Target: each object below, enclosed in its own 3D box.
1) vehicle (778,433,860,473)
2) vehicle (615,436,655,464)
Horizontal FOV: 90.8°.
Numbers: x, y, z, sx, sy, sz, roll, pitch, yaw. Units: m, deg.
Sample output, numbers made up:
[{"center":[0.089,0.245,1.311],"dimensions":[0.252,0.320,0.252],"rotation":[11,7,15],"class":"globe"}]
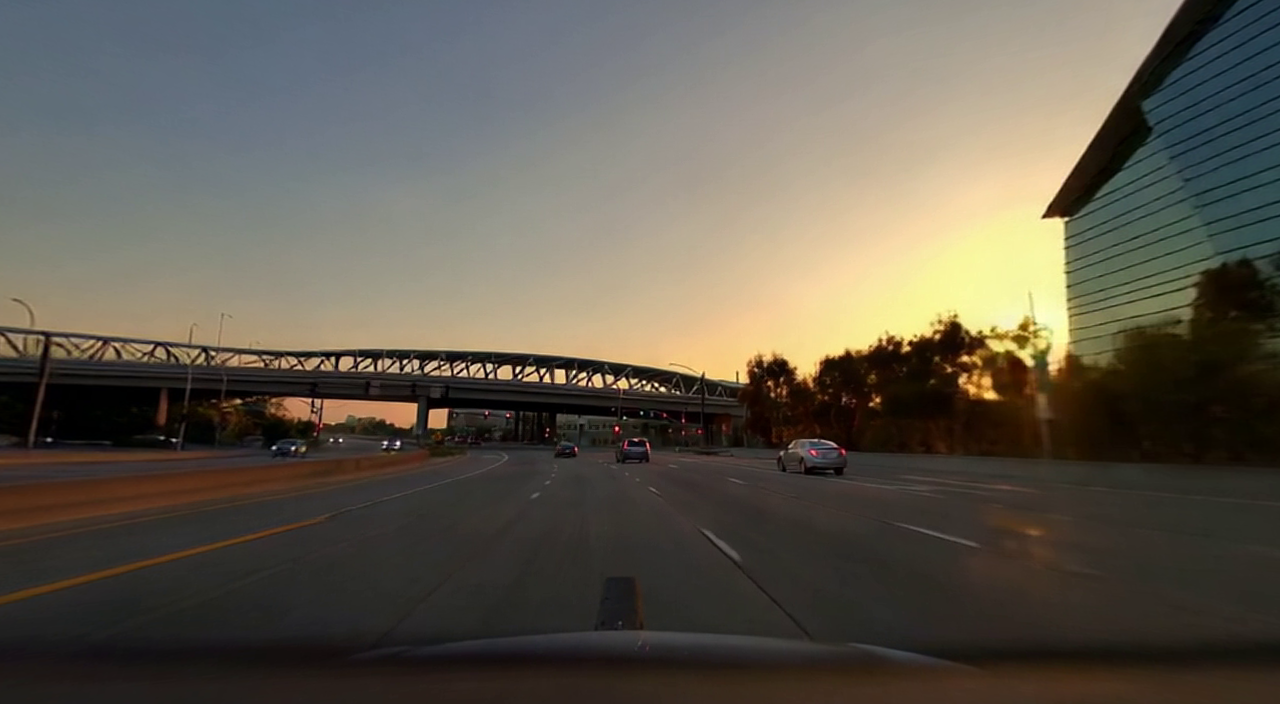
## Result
[{"center":[8.359,4.764,30.021],"dimensions":[2.130,1.741,4.665],"rotation":[1,-8,-5],"class":"vehicle"},{"center":[-0.372,6.346,40.963],"dimensions":[2.024,1.724,3.928],"rotation":[1,-9,-9],"class":"vehicle"}]
